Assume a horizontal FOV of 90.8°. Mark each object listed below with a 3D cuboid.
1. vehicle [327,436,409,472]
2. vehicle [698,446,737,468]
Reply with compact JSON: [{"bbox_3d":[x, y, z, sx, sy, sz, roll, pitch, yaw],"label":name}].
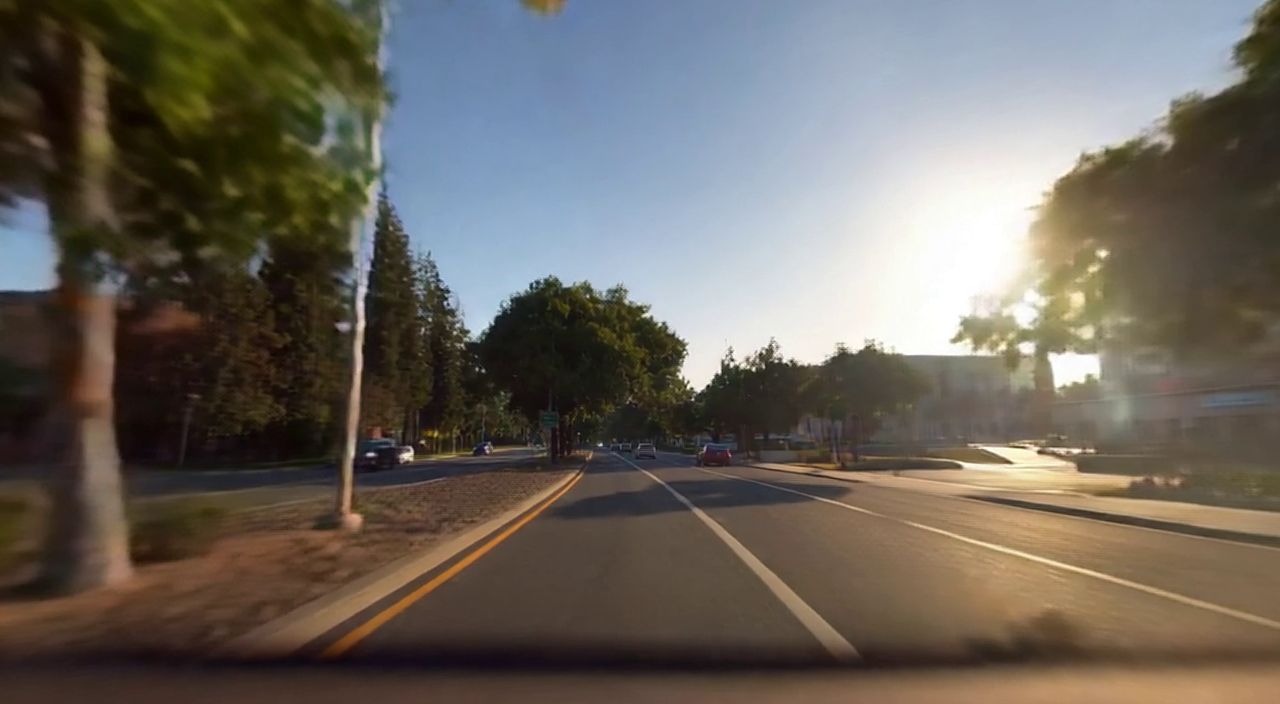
[{"bbox_3d":[-14.577,5.509,34.205,2.058,1.770,5.291,0,-9,0],"label":"vehicle"},{"bbox_3d":[5.348,7.333,44.270,1.876,1.474,4.126,1,-9,-5],"label":"vehicle"}]
